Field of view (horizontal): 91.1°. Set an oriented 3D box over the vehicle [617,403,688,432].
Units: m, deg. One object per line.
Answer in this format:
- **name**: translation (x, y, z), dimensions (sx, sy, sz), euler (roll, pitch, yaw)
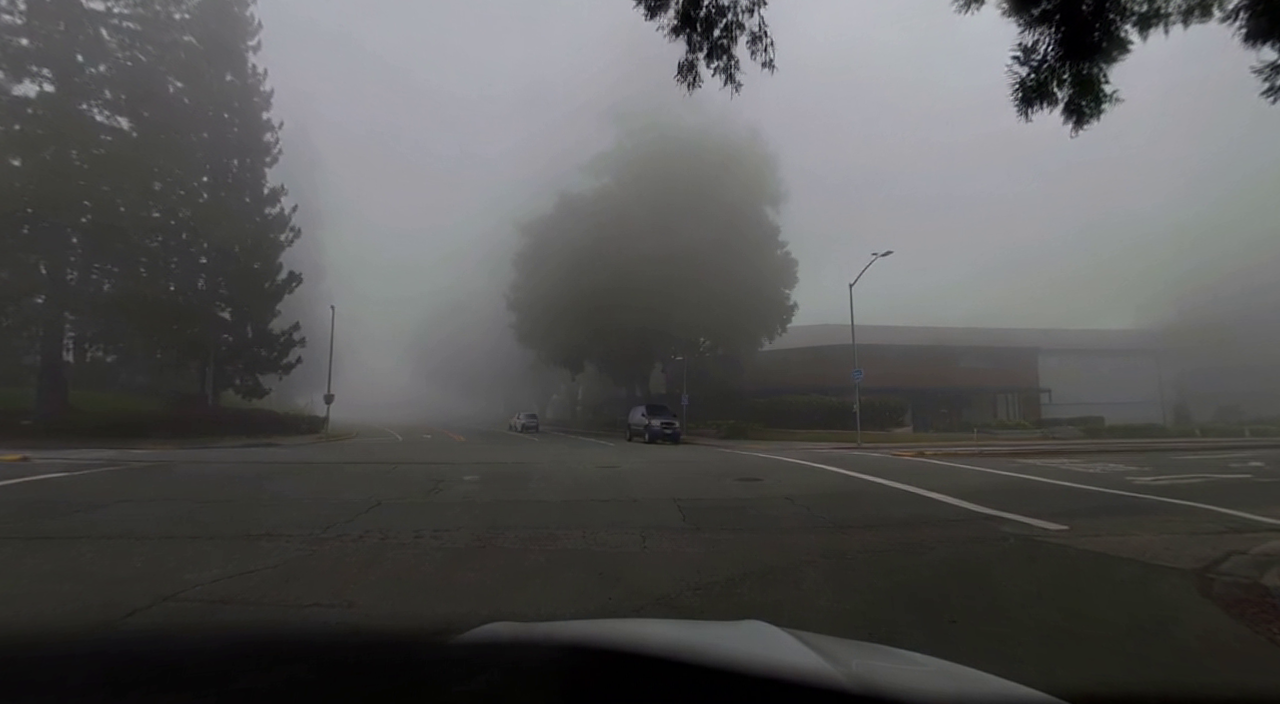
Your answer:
- **vehicle**: translation (0.819, 4.780, 45.316), dimensions (2.435, 1.858, 5.585), euler (5, -10, -32)
